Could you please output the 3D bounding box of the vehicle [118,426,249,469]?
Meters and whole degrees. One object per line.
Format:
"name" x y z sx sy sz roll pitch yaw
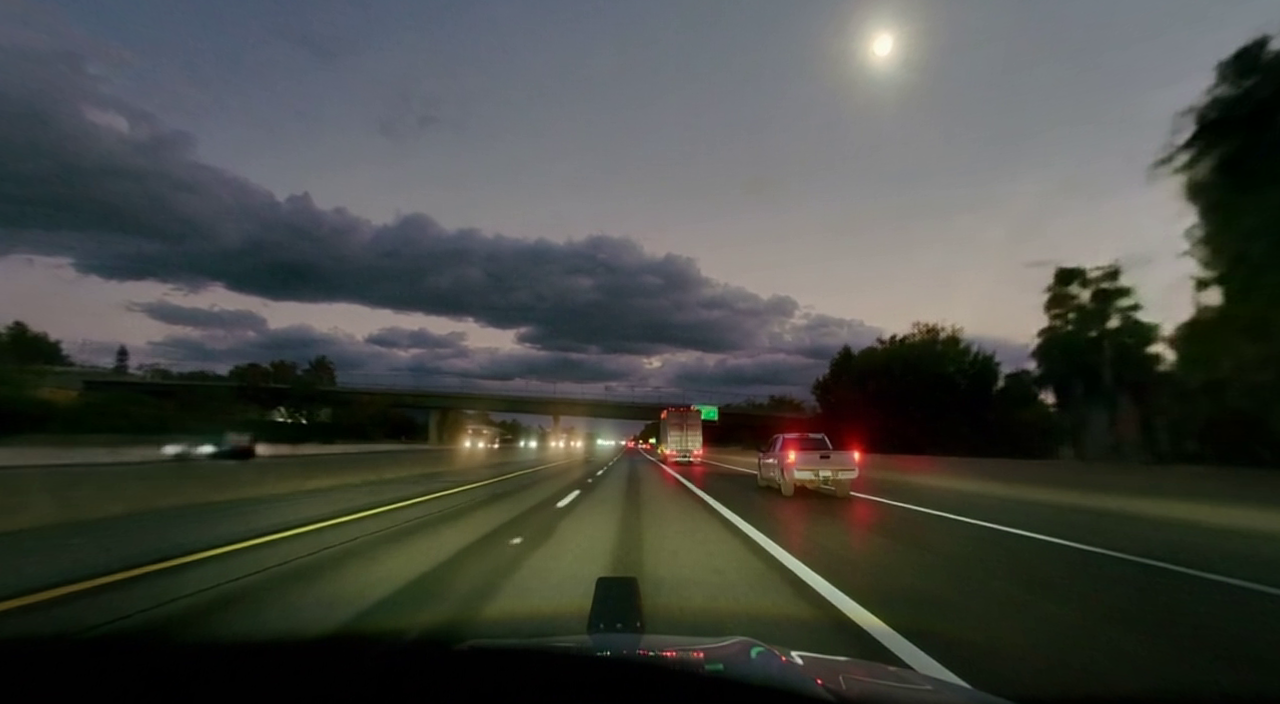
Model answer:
"vehicle" -18.132 3.842 25.356 1.888 1.570 4.568 0 -9 -1
